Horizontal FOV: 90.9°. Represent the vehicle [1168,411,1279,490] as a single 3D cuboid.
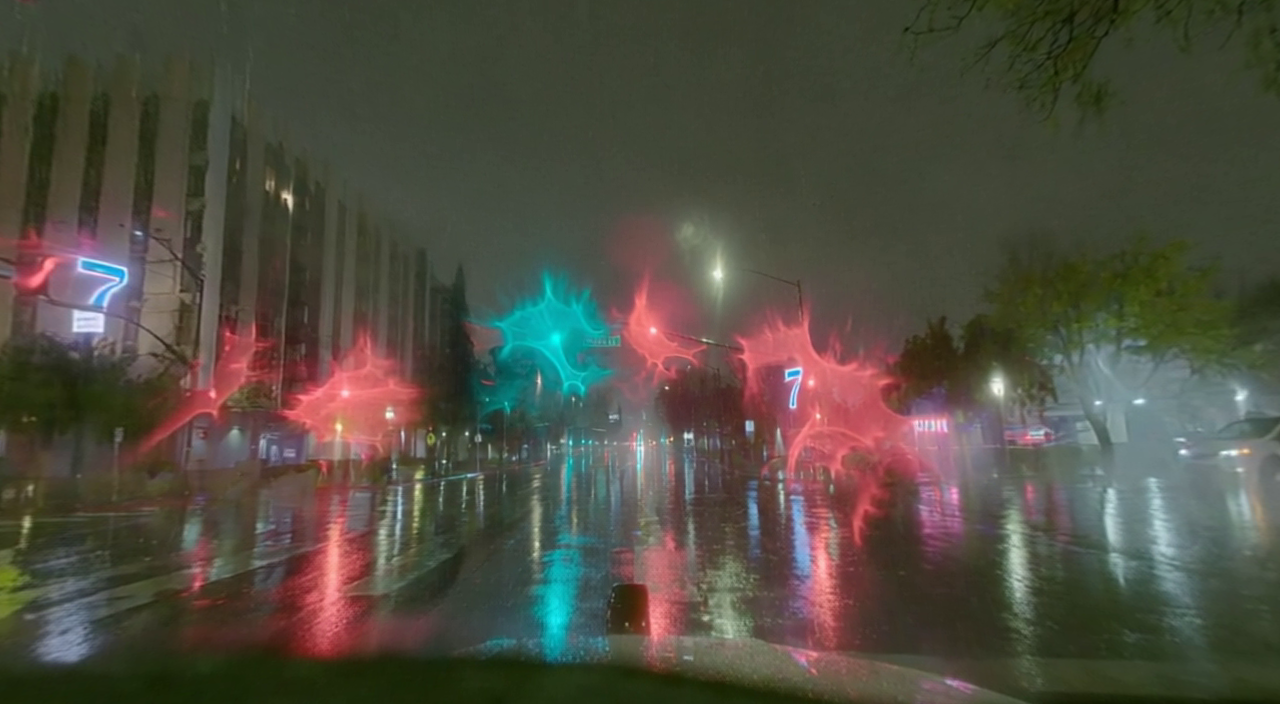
[{"bbox_3d":[16.343,2.403,15.494,4.836,1.795,1.957,0,-8,0],"label":"vehicle"}]
